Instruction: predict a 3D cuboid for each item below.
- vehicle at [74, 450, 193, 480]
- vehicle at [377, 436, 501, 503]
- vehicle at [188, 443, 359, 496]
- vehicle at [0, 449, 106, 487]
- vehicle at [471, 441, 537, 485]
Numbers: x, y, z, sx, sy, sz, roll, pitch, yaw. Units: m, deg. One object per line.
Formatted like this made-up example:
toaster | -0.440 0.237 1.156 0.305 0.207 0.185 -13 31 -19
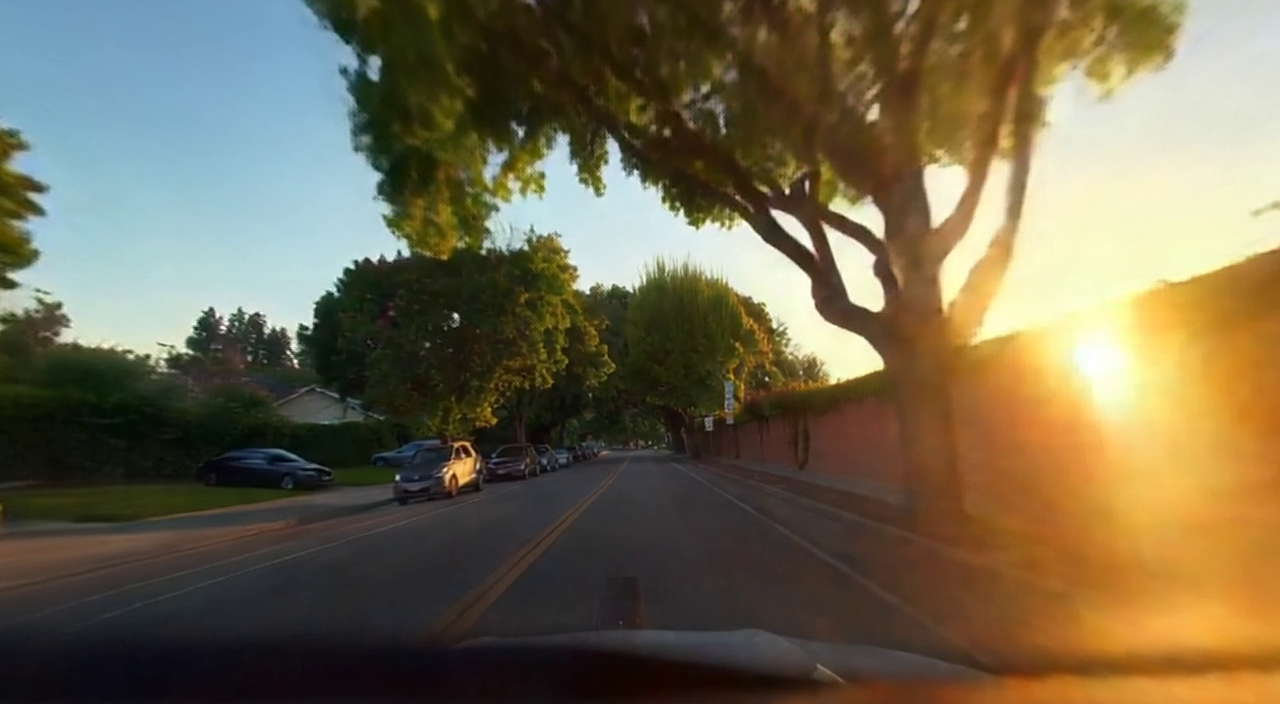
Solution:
vehicle | -26.051 5.811 32.610 4.557 1.464 1.901 -1 -8 2
vehicle | -6.219 3.654 20.444 2.109 1.847 5.553 0 -8 1
vehicle | -13.319 4.266 23.196 4.991 1.692 1.960 1 -8 0
vehicle | -26.219 5.019 27.377 4.317 1.534 1.904 0 -8 0
vehicle | -6.298 5.145 29.837 2.009 1.820 4.821 1 -8 1
